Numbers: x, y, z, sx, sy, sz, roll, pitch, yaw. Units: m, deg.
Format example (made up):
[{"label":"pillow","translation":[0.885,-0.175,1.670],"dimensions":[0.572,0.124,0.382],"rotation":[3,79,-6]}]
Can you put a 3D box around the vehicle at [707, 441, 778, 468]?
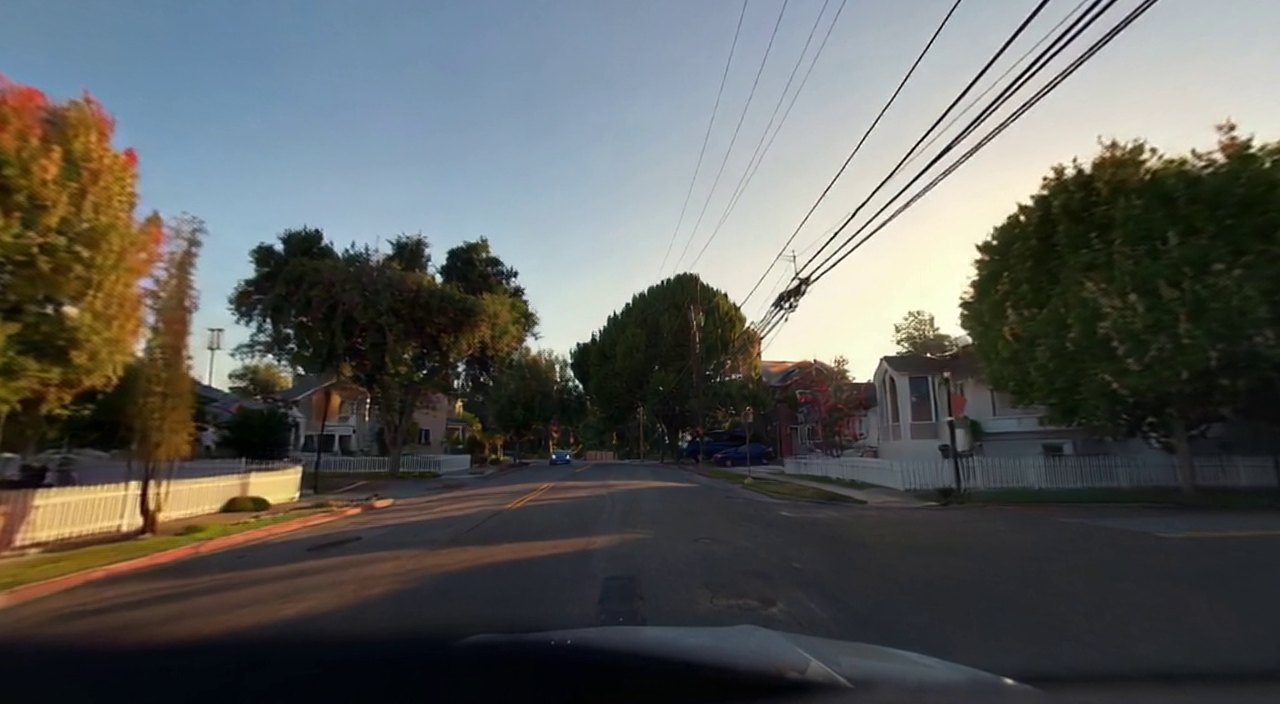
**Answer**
[{"label":"vehicle","translation":[7.007,7.072,43.525],"dimensions":[4.412,1.565,1.957],"rotation":[-3,-8,-1]}]

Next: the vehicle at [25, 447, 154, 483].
[{"label":"vehicle","translation":[-26.059,5.348,30.015],"dimensions":[4.338,1.496,1.857],"rotation":[-1,-6,-2]}]

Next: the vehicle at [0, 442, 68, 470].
[{"label":"vehicle","translation":[-40.508,6.852,41.668],"dimensions":[1.842,1.616,4.207],"rotation":[-3,-8,-3]}]

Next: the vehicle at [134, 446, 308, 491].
[{"label":"vehicle","translation":[-14.795,4.114,22.514],"dimensions":[4.751,1.459,1.996],"rotation":[-1,-8,-1]}]
